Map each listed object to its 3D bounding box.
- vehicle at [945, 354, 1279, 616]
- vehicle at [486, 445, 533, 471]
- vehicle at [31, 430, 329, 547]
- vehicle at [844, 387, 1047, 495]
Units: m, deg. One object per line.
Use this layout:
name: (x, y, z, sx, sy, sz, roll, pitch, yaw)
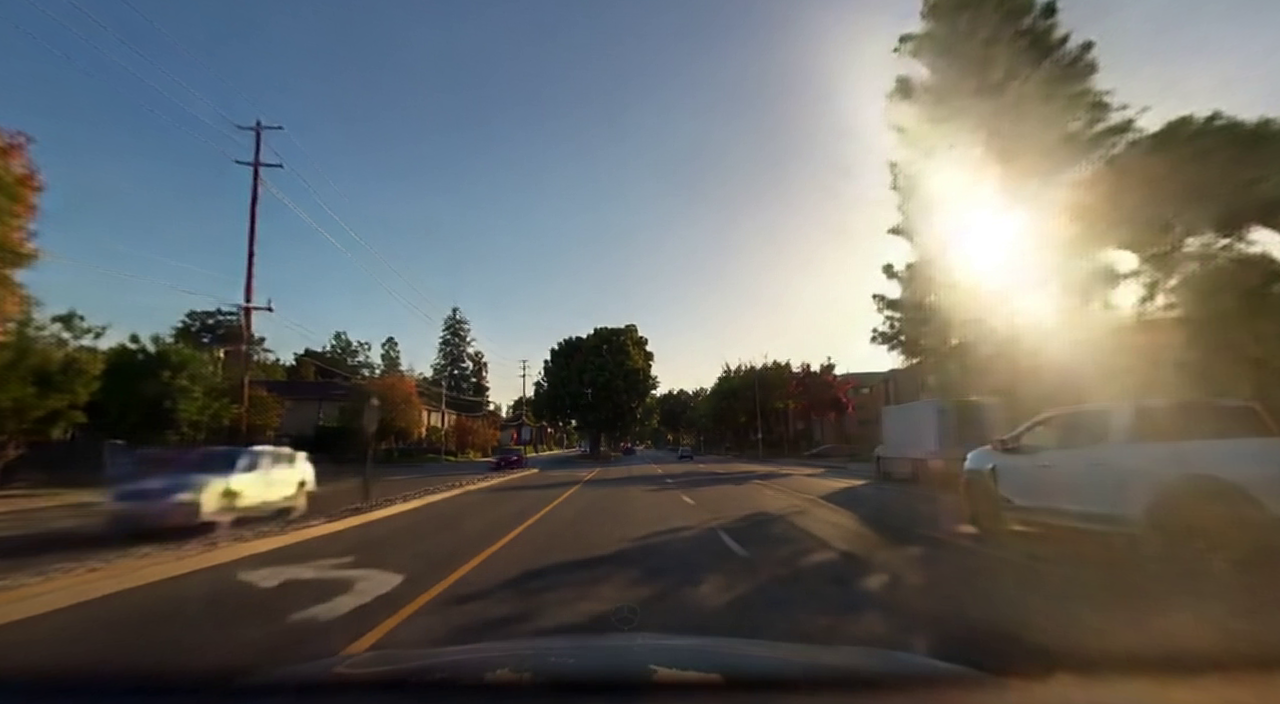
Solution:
vehicle: (6.066, 1.307, 6.788, 2.493, 1.956, 6.125, 0, -9, 0)
vehicle: (-8.673, 7.085, 42.362, 2.140, 1.609, 4.460, 0, -9, 1)
vehicle: (-8.479, 2.519, 12.451, 2.189, 1.816, 4.819, 0, -9, 0)
vehicle: (10.133, 3.153, 22.357, 2.842, 2.993, 8.104, -3, -8, -2)
